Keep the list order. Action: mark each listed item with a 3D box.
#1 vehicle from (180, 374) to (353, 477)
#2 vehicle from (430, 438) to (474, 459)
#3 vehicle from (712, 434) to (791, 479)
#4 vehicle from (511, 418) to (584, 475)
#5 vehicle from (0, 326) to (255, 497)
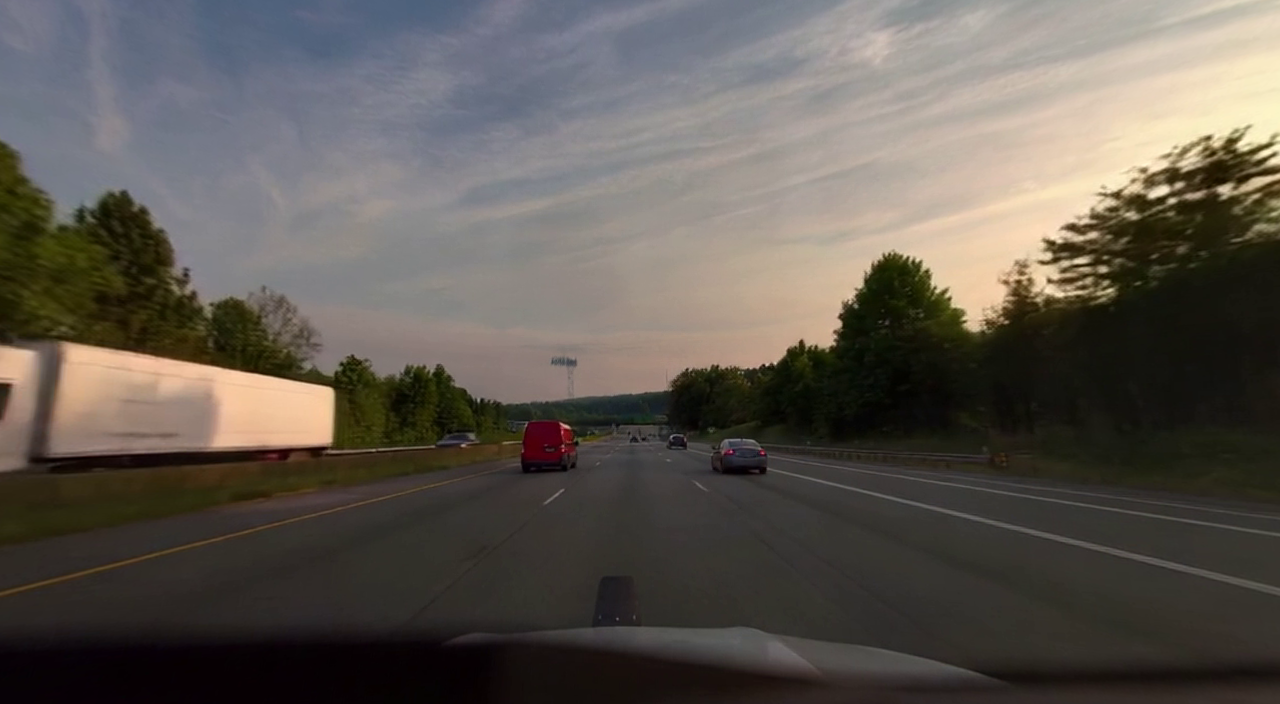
[{"bbox_3d":[-16.276,3.384,28.540,2.838,3.917,8.722,1,-8,-4],"label":"vehicle"},{"bbox_3d":[-12.783,6.558,43.066,1.789,1.377,3.840,0,-8,0],"label":"vehicle"},{"bbox_3d":[3.879,3.685,22.646,2.020,1.464,3.803,0,-8,-2],"label":"vehicle"},{"bbox_3d":[-3.584,3.767,25.414,2.275,2.053,5.082,0,-8,-1],"label":"vehicle"},{"bbox_3d":[-15.937,1.883,18.282,2.954,3.813,10.753,0,-8,-1],"label":"vehicle"}]
